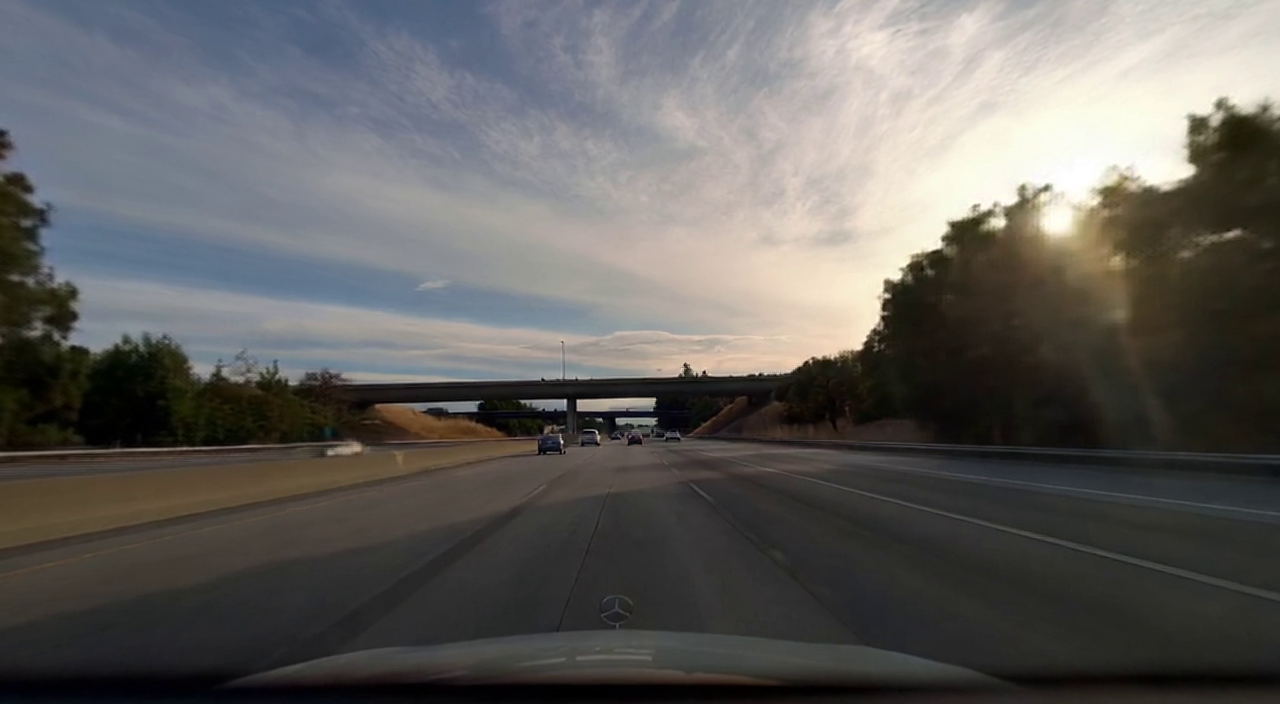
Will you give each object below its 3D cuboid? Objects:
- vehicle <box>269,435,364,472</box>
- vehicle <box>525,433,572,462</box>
[{"bbox_3d":[-13.677,4.282,26.963,1.784,1.443,4.402,0,-8,0],"label":"vehicle"},{"bbox_3d":[-4.887,5.138,34.173,1.933,1.473,4.023,0,-8,-1],"label":"vehicle"}]
